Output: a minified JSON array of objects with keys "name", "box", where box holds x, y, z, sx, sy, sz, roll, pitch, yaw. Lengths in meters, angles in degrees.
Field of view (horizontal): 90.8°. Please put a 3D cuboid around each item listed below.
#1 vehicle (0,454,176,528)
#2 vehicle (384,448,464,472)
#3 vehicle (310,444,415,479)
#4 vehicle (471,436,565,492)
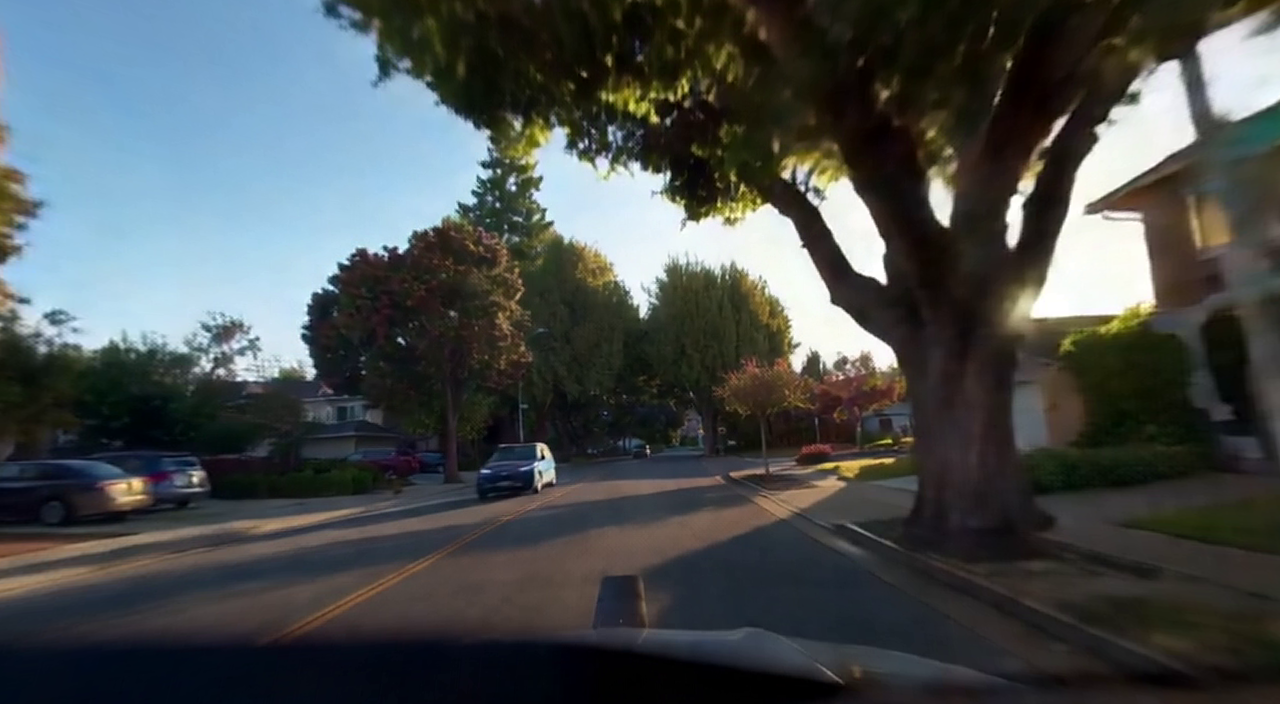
[{"name":"vehicle","box":[-13.768,3.100,14.394,4.703,1.487,2.002,1,-9,-2]},{"name":"vehicle","box":[-13.788,6.878,40.386,4.370,1.482,1.926,-1,-9,5]},{"name":"vehicle","box":[-13.745,5.436,31.499,4.237,1.687,1.970,0,-9,-2]},{"name":"vehicle","box":[-4.095,3.845,22.038,2.131,1.731,4.533,-1,-9,3]}]
